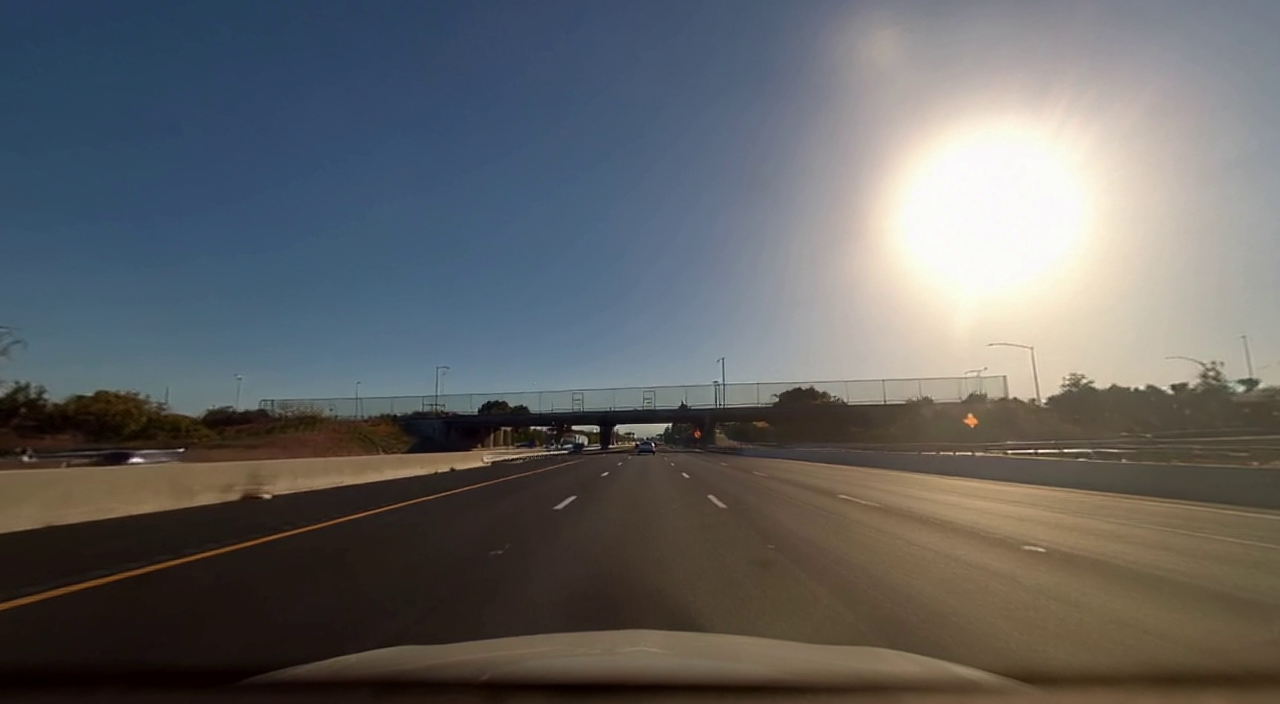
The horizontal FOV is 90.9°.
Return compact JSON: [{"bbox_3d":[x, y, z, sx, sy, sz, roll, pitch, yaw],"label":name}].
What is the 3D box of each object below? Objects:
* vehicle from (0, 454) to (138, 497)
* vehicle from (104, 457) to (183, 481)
[{"bbox_3d":[-23.349,4.920,25.544,1.856,1.495,5.003,0,-8,1],"label":"vehicle"},{"bbox_3d":[-37.053,8.757,47.247,1.925,1.539,4.981,-1,-8,-2],"label":"vehicle"}]
